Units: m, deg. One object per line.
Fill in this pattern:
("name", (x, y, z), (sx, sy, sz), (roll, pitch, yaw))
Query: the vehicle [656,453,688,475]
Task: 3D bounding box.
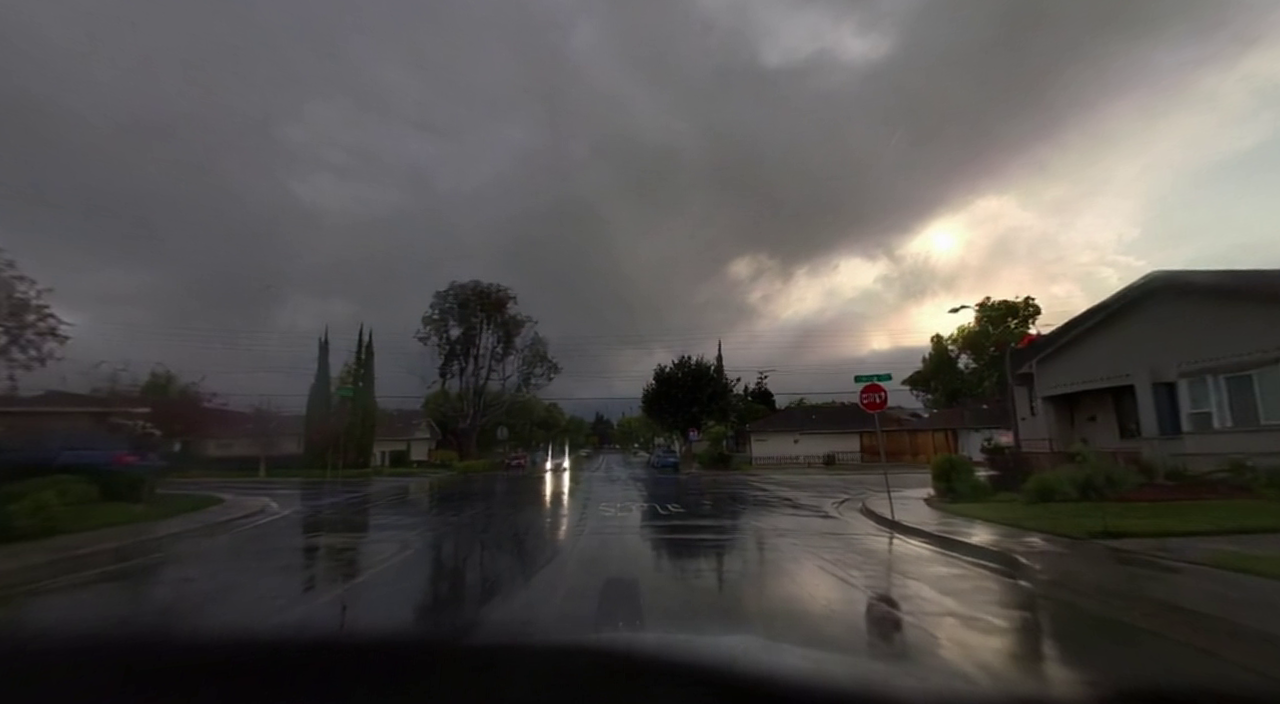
("vehicle", (2.254, 7.974, 45.301), (2.046, 1.465, 3.940), (0, -9, -1))
